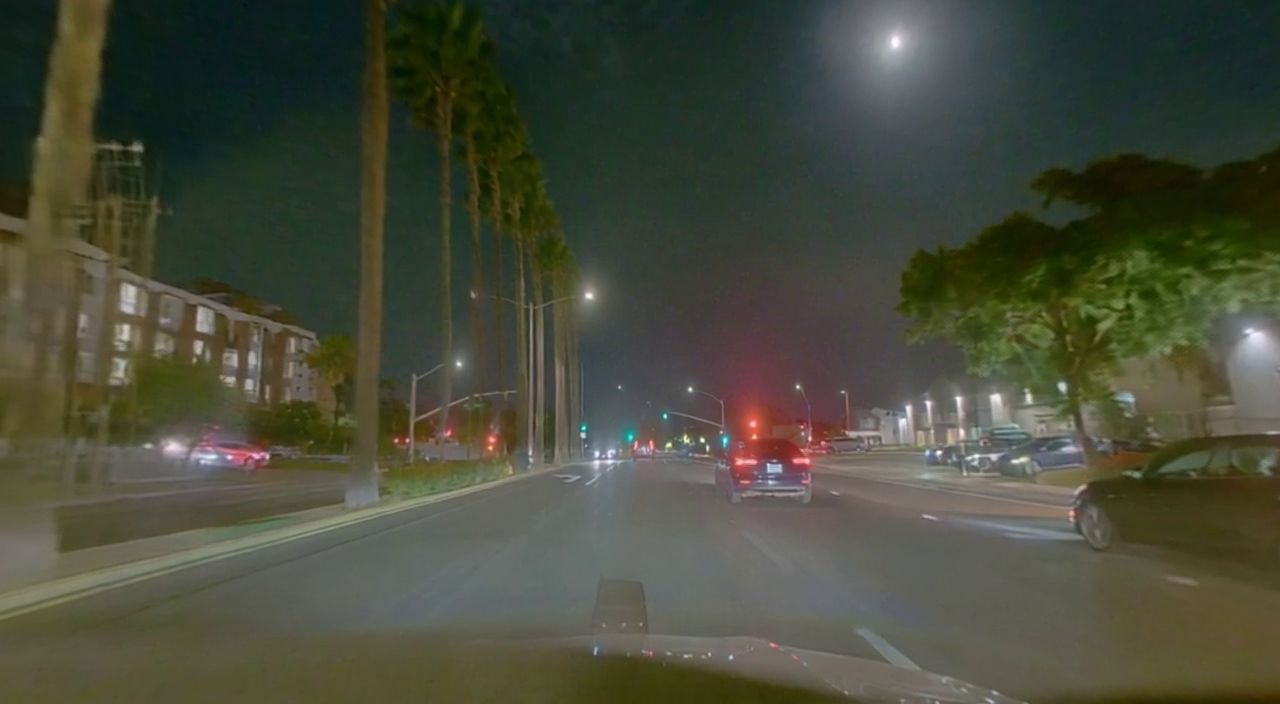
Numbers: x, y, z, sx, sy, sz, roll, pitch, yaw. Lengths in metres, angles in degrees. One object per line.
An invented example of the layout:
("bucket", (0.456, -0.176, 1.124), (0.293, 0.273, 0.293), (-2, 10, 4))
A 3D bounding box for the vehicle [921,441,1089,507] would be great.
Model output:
("vehicle", (10.113, 3.397, 18.035), (1.916, 1.548, 4.799), (2, -9, -1))

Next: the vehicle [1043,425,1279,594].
("vehicle", (6.551, 1.507, 6.403), (1.890, 1.471, 4.566), (0, -9, 0))

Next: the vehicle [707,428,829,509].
("vehicle", (2.867, 2.731, 15.220), (2.009, 1.639, 4.267), (0, -9, 0))

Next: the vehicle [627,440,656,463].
("vehicle", (0.139, 7.596, 48.235), (2.087, 1.709, 4.076), (0, -9, 1))

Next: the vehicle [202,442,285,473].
("vehicle", (-25.706, 6.843, 41.150), (2.070, 1.856, 5.069), (0, -9, 0))

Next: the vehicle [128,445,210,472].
("vehicle", (-30.773, 6.953, 41.395), (1.898, 1.692, 4.455), (0, -9, 0))
